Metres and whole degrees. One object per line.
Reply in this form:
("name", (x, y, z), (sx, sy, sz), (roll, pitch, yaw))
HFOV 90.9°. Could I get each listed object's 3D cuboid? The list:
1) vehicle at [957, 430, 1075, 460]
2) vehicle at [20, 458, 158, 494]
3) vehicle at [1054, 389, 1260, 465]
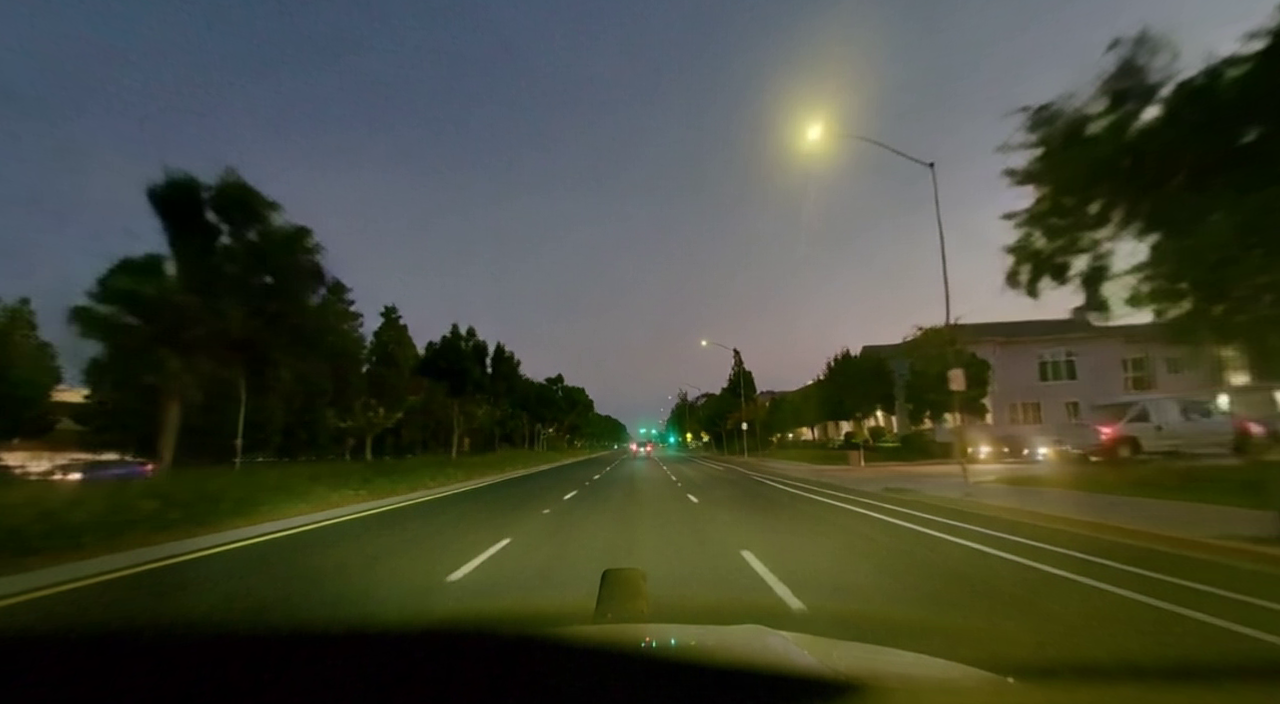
("vehicle", (20.295, 5.090, 34.210), (4.900, 1.530, 2.211), (0, -10, 1))
("vehicle", (-25.684, 5.742, 29.492), (2.004, 1.450, 4.543), (-8, -11, 41))
("vehicle", (21.561, 3.164, 26.563), (6.374, 3.018, 2.476), (0, -8, -1))
